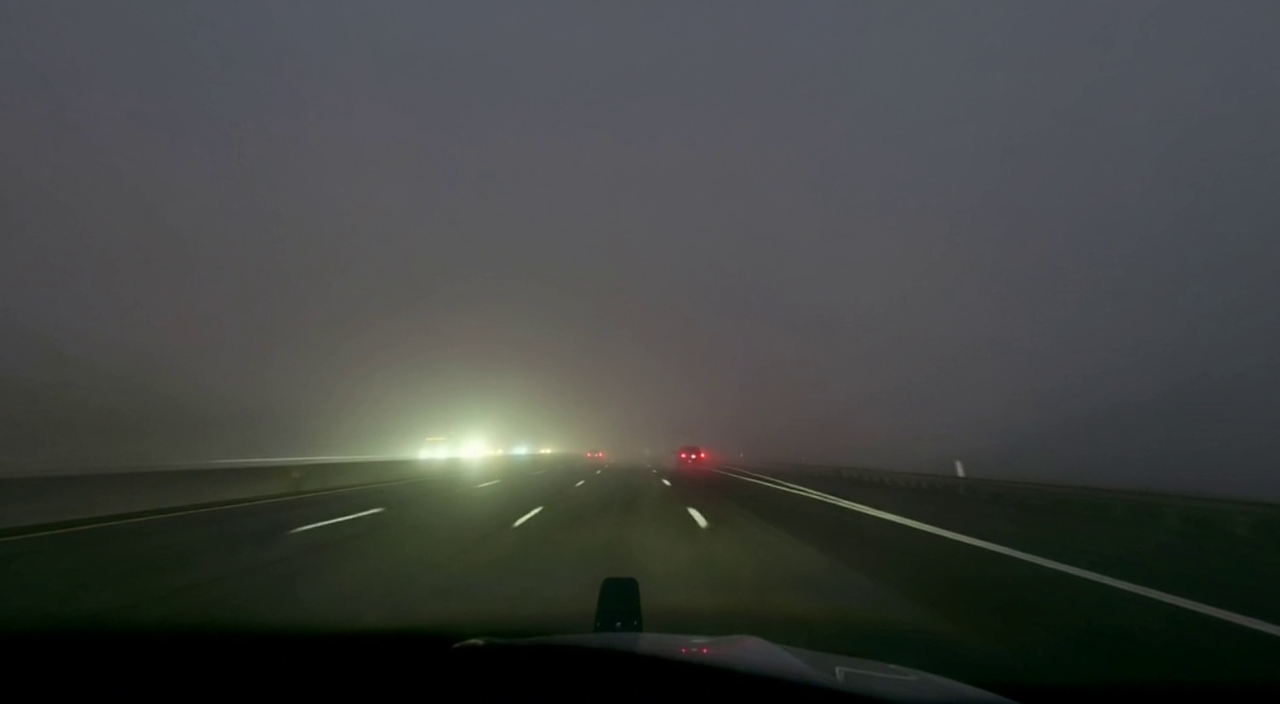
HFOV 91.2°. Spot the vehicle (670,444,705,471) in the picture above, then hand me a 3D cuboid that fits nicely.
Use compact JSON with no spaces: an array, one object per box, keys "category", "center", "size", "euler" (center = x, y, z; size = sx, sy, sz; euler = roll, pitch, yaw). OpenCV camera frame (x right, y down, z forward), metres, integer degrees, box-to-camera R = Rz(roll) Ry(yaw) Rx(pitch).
[{"category":"vehicle","center":[2.948,6.657,39.715],"size":[1.895,1.555,4.030],"euler":[0,-9,0]}]
